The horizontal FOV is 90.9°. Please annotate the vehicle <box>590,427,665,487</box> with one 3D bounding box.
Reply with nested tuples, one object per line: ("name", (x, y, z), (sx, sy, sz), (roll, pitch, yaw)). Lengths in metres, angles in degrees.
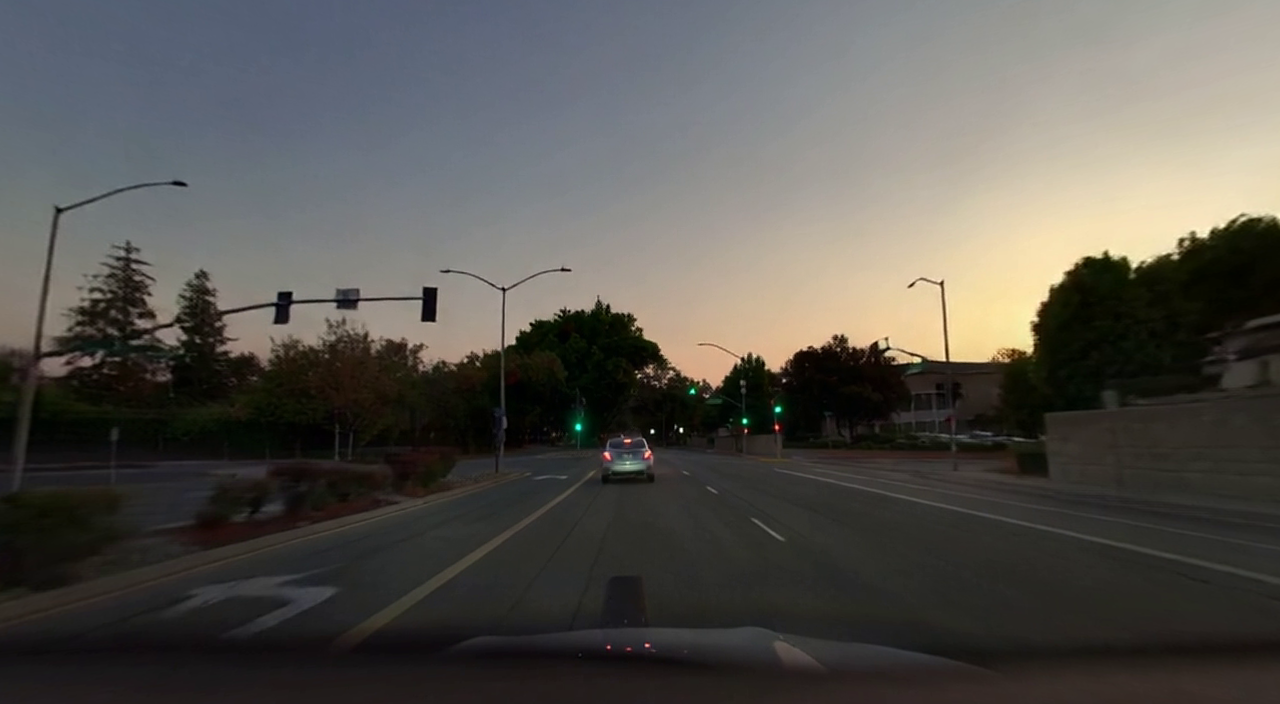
("vehicle", (-0.390, 3.406, 20.689), (2.192, 1.734, 4.176), (0, -8, 0))
